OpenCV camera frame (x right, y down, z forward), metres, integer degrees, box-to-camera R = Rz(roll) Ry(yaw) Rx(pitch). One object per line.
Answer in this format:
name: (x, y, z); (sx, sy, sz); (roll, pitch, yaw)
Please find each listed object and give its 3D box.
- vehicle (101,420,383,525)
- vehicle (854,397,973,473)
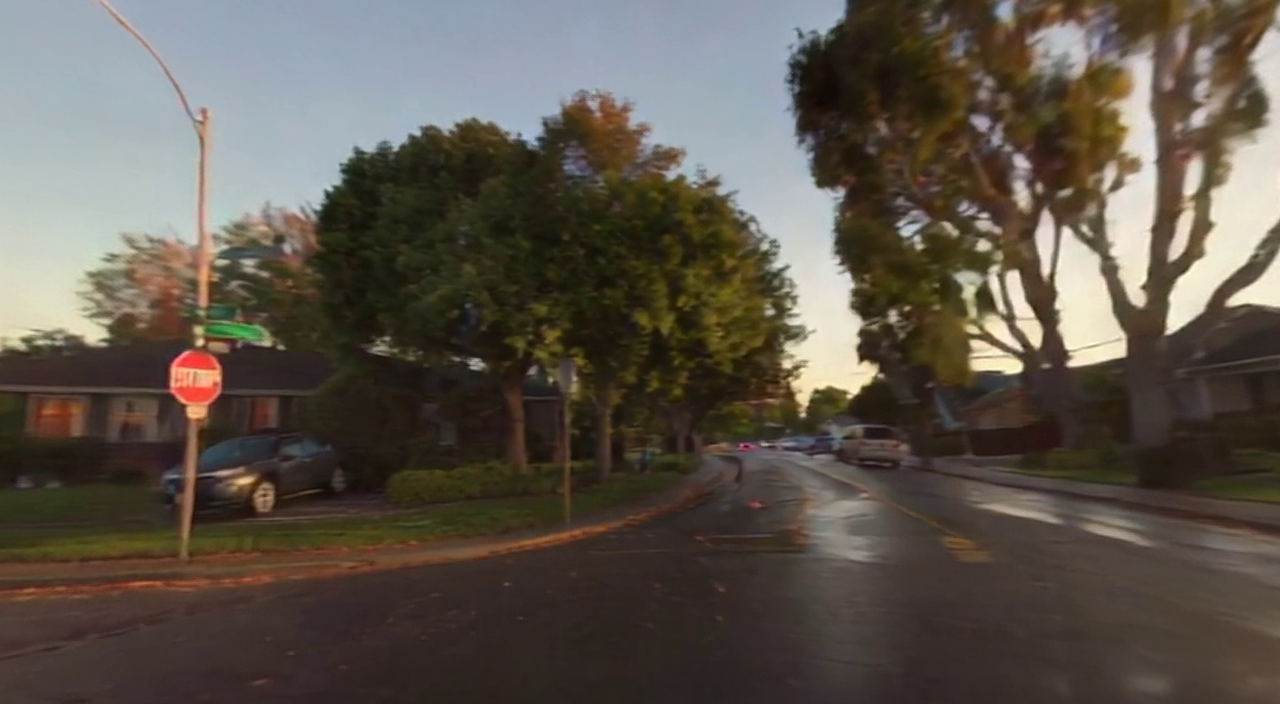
vehicle: (-8.624, 2.593, 14.711); (2.286, 1.915, 5.980); (-1, -7, 6)
vehicle: (12.676, 3.851, 29.912); (2.718, 3.089, 6.380); (-2, -6, 1)
